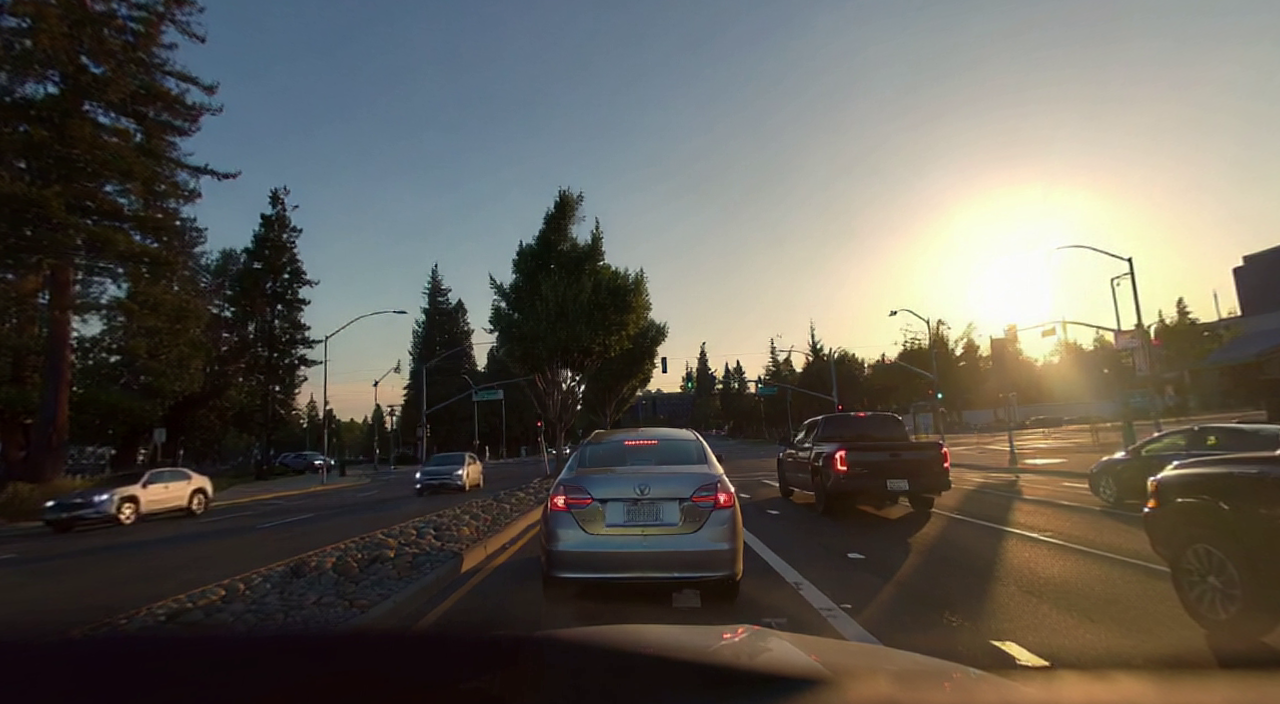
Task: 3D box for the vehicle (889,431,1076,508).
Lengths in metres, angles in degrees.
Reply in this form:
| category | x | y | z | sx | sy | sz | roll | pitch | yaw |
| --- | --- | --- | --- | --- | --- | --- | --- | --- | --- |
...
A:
| category | x | y | z | sx | sy | sz | roll | pitch | yaw |
| --- | --- | --- | --- | --- | --- | --- | --- | --- | --- |
| vehicle | 7.593 | 2.628 | 14.608 | 1.856 | 1.487 | 4.454 | 0 | -8 | 1 |

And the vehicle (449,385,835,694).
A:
| category | x | y | z | sx | sy | sz | roll | pitch | yaw |
| --- | --- | --- | --- | --- | --- | --- | --- | --- | --- |
| vehicle | -0.023 | 1.314 | 5.523 | 2.116 | 1.677 | 3.948 | 0 | -8 | -1 |

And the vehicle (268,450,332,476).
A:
| category | x | y | z | sx | sy | sz | roll | pitch | yaw |
| --- | --- | --- | --- | --- | --- | --- | --- | --- | --- |
| vehicle | -24.059 | 7.838 | 44.813 | 1.798 | 1.706 | 4.385 | -1 | -8 | 6 |

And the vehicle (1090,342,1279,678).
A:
| category | x | y | z | sx | sy | sz | roll | pitch | yaw |
| --- | --- | --- | --- | --- | --- | --- | --- | --- | --- |
| vehicle | 4.452 | 0.714 | 2.463 | 2.019 | 1.803 | 4.634 | -1 | -8 | 2 |

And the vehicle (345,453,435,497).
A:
| category | x | y | z | sx | sy | sz | roll | pitch | yaw |
| --- | --- | --- | --- | --- | --- | --- | --- | --- | --- |
| vehicle | -9.717 | 4.784 | 24.910 | 1.806 | 1.473 | 4.303 | 0 | -8 | 0 |

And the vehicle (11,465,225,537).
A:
| category | x | y | z | sx | sy | sz | roll | pitch | yaw |
| --- | --- | --- | --- | --- | --- | --- | --- | --- | --- |
| vehicle | -13.781 | 3.910 | 17.109 | 1.935 | 1.518 | 4.415 | -1 | -8 | 2 |

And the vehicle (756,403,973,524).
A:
| category | x | y | z | sx | sy | sz | roll | pitch | yaw |
| --- | --- | --- | --- | --- | --- | --- | --- | --- | --- |
| vehicle | 4.166 | 2.214 | 13.106 | 2.319 | 1.930 | 5.651 | 0 | -8 | -1 |
